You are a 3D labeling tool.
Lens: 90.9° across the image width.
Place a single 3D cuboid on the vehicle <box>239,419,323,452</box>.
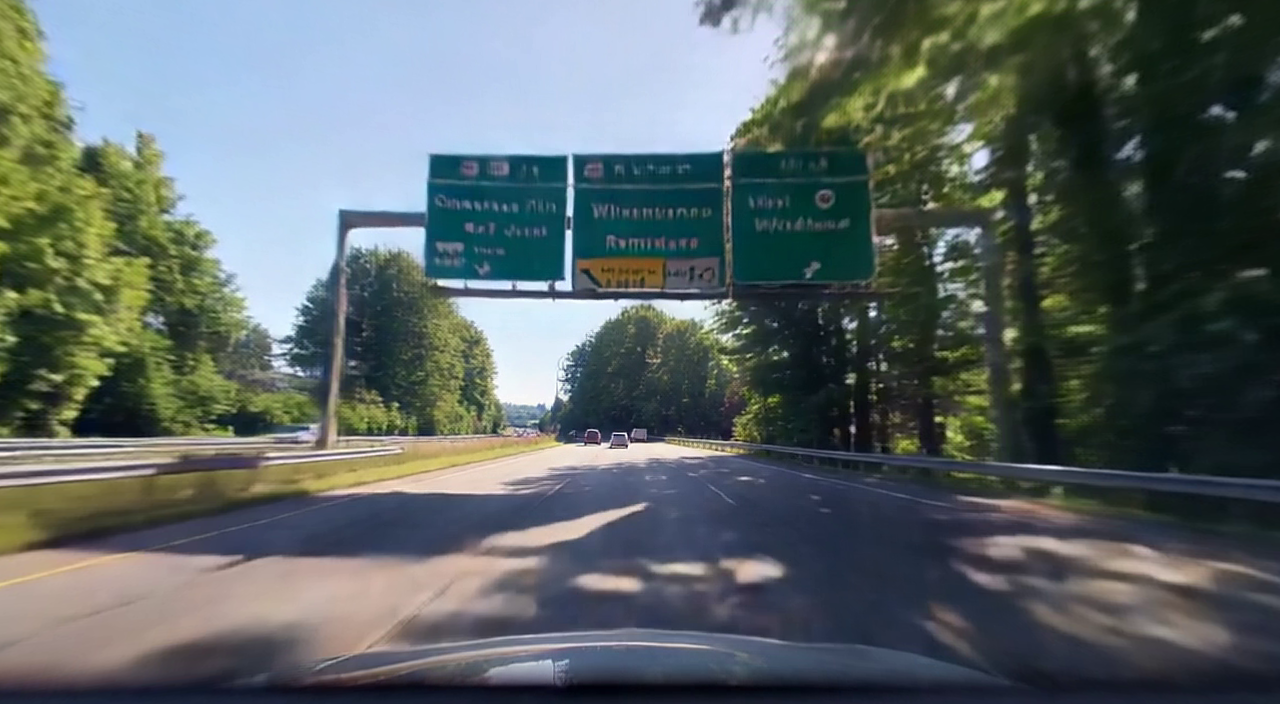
[{"bbox_3d":[-17.406,4.067,30.770,1.803,1.503,4.012,0,-7,-2],"label":"vehicle"}]
